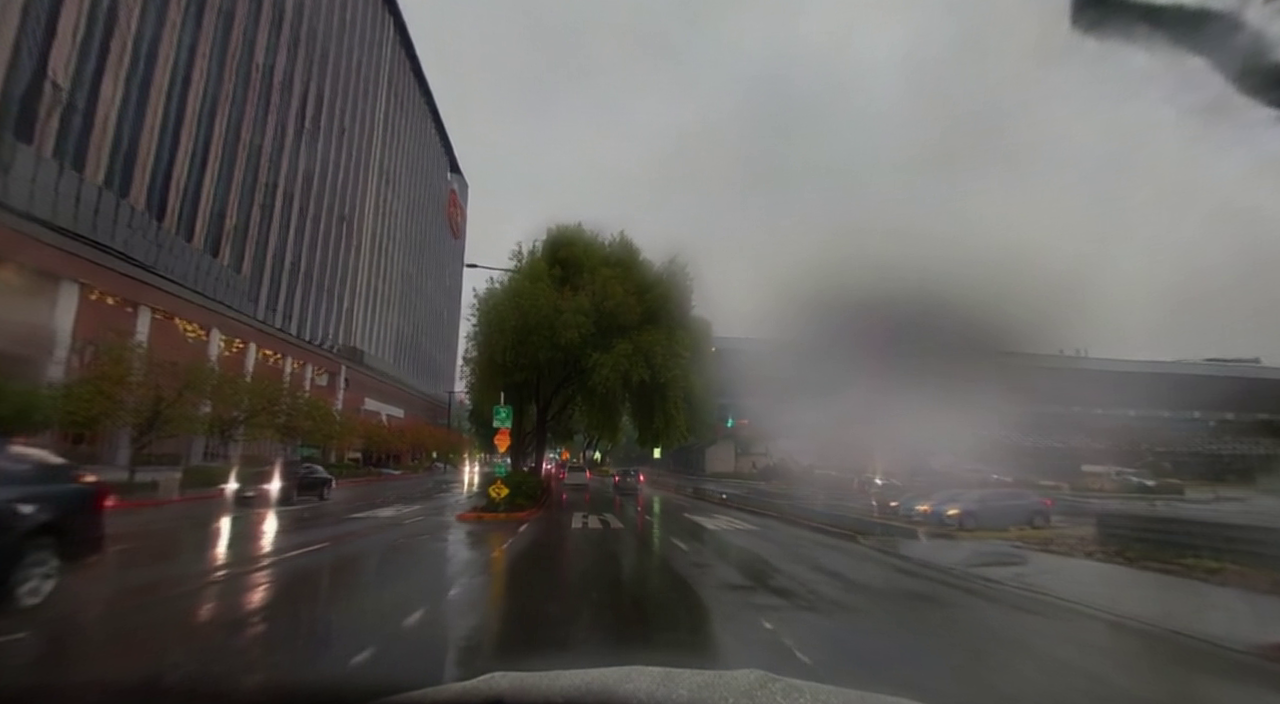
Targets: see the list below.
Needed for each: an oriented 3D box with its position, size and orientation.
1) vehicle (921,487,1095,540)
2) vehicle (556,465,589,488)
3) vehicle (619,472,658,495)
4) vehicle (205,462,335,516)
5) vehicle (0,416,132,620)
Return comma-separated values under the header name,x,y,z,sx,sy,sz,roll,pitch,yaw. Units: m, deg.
name,x,y,z,sx,sy,sz,roll,pitch,yaw
vehicle,11.503,5.058,19.876,4.302,1.456,1.832,0,-10,2
vehicle,-4.747,8.682,43.860,2.005,1.498,3.643,2,-11,-10
vehicle,-0.131,7.435,35.587,1.775,1.186,2.933,2,-11,-9
vehicle,-11.173,4.156,19.310,1.839,1.456,3.859,1,-10,-5
vehicle,-6.357,1.230,4.393,2.011,1.701,4.519,1,-10,-5
